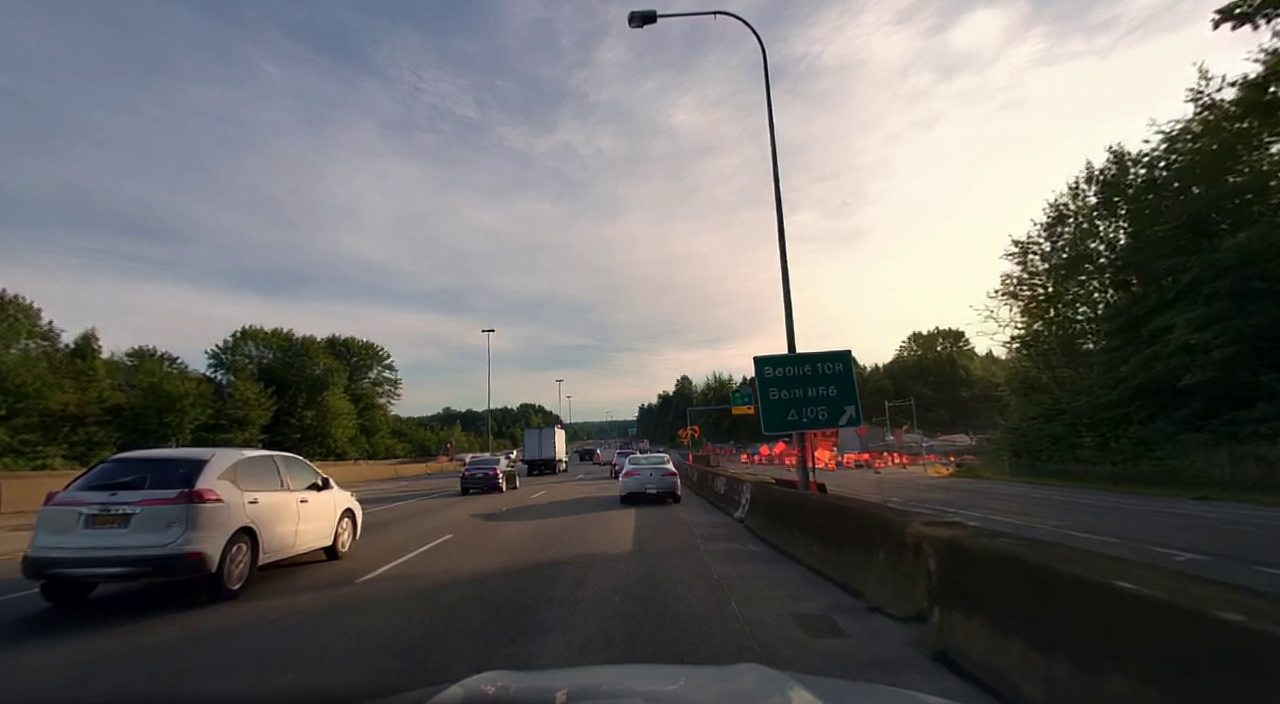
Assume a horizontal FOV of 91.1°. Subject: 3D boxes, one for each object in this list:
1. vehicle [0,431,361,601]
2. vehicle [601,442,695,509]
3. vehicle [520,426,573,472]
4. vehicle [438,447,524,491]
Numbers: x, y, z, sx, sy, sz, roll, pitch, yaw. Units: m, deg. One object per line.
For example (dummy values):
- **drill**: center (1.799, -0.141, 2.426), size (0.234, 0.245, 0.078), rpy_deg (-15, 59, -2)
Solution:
- **vehicle**: center (-5.495, 1.807, 7.902), size (1.892, 1.481, 4.573), rpy_deg (0, -9, 0)
- **vehicle**: center (0.200, 3.027, 15.782), size (2.080, 1.451, 3.512), rpy_deg (0, -9, 1)
- **vehicle**: center (-5.859, 6.203, 40.109), size (2.326, 2.645, 6.249), rpy_deg (0, -9, 1)
- **vehicle**: center (-5.605, 4.170, 22.677), size (2.063, 1.417, 4.000), rpy_deg (0, -9, 0)
